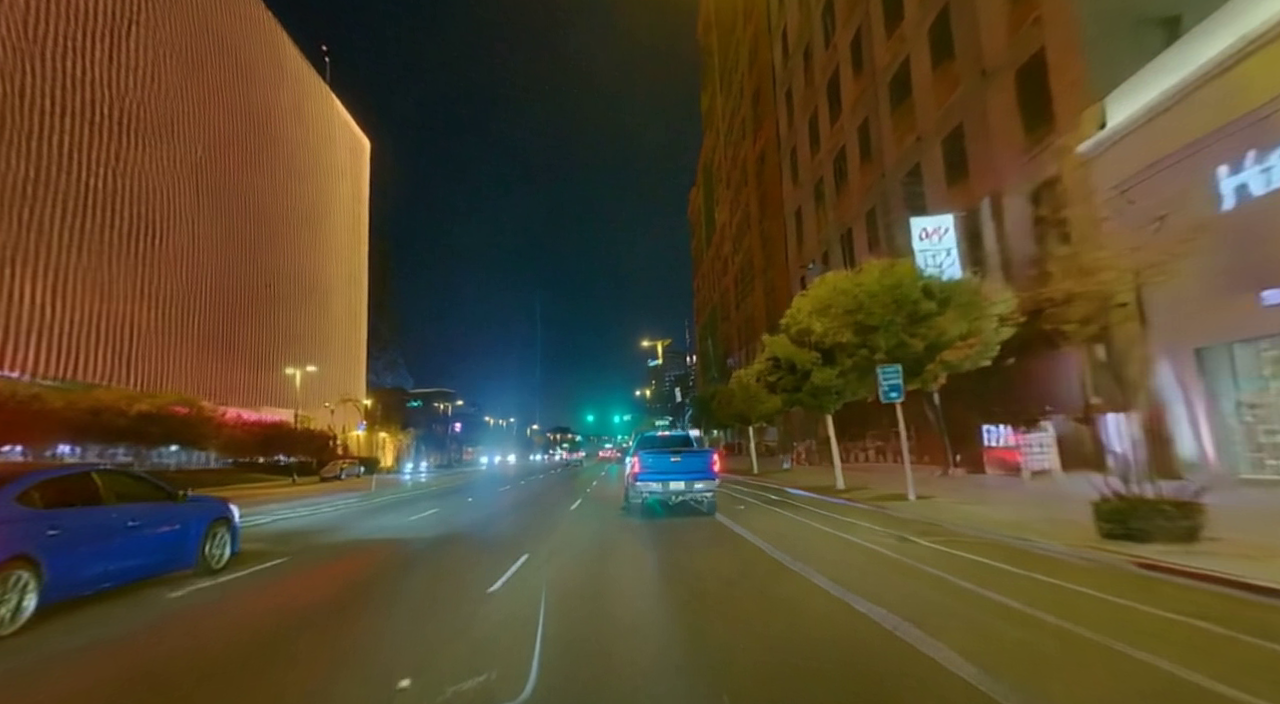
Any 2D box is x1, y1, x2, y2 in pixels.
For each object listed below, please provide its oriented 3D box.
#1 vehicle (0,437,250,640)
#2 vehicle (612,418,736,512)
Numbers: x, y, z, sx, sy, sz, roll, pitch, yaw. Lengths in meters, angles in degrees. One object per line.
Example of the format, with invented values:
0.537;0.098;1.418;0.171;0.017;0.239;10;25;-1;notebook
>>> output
-5.473;1.407;5.035;1.888;1.424;4.553;0;-8;-1;vehicle
0.589;2.788;16.125;2.590;1.932;5.776;0;-8;-2;vehicle
